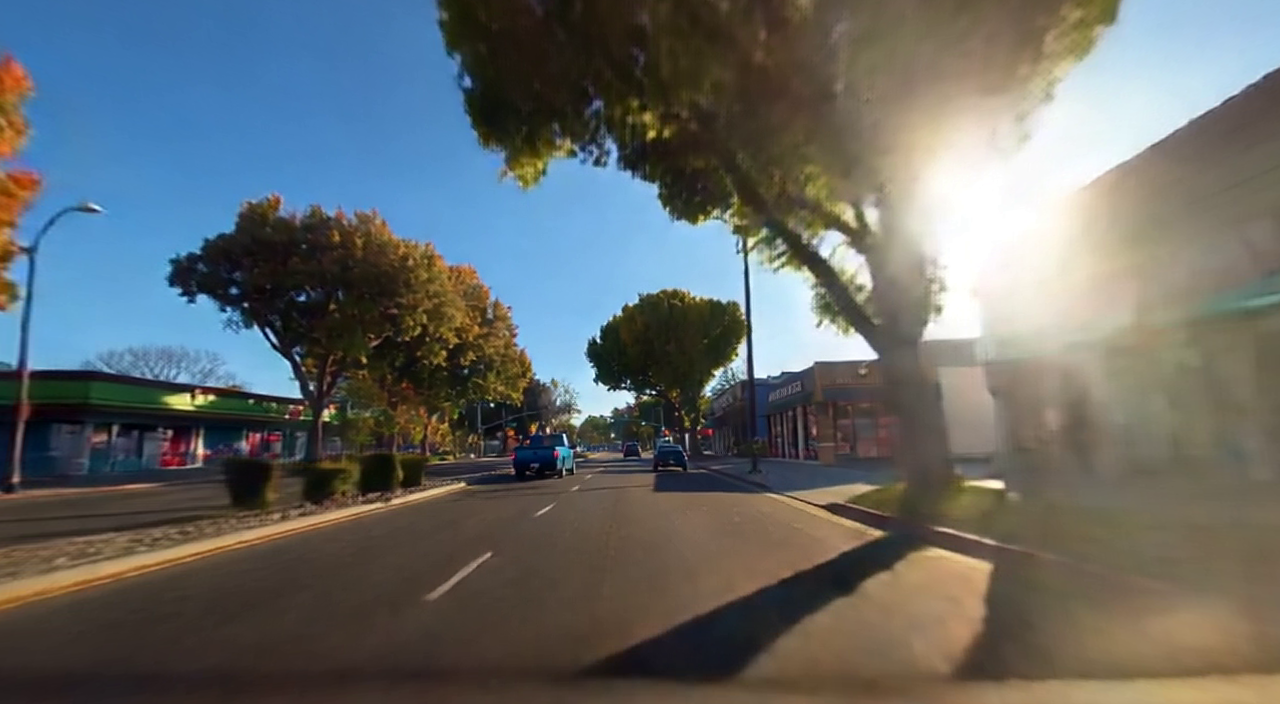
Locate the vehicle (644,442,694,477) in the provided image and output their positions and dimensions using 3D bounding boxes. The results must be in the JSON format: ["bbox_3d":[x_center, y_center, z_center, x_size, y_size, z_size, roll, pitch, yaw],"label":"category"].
[{"bbox_3d":[1.278,4.961,29.299,2.103,1.487,4.101,0,-9,0],"label":"vehicle"}]

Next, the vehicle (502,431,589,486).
[{"bbox_3d":[-3.269,3.821,22.985,2.464,1.777,5.128,0,-9,-1],"label":"vehicle"}]
